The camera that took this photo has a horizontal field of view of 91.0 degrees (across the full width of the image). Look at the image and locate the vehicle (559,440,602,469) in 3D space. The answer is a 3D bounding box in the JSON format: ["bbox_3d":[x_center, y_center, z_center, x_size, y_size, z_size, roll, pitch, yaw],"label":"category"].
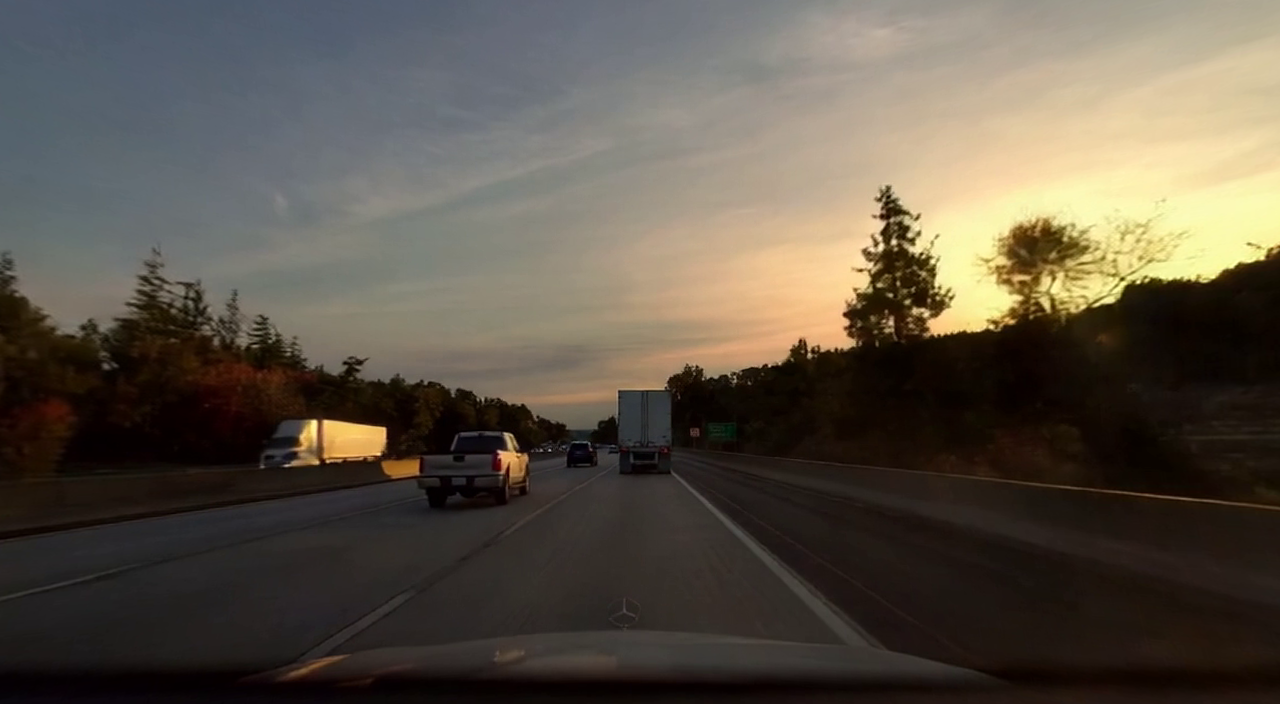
[{"bbox_3d":[-3.944,6.867,42.490,2.285,1.833,4.984,0,-9,1],"label":"vehicle"}]

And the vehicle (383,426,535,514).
[{"bbox_3d":[-4.077,2.747,15.217,2.140,1.750,4.901,0,-9,1],"label":"vehicle"}]

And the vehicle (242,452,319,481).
[{"bbox_3d":[-20.930,6.658,36.877,1.853,1.523,4.358,0,-9,1],"label":"vehicle"}]

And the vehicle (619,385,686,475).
[{"bbox_3d":[0.513,4.450,34.817,3.052,4.132,11.336,0,-9,-1],"label":"vehicle"}]

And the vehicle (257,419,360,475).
[{"bbox_3d":[-25.357,7.364,48.835,3.028,3.953,8.716,0,-9,1],"label":"vehicle"}]
